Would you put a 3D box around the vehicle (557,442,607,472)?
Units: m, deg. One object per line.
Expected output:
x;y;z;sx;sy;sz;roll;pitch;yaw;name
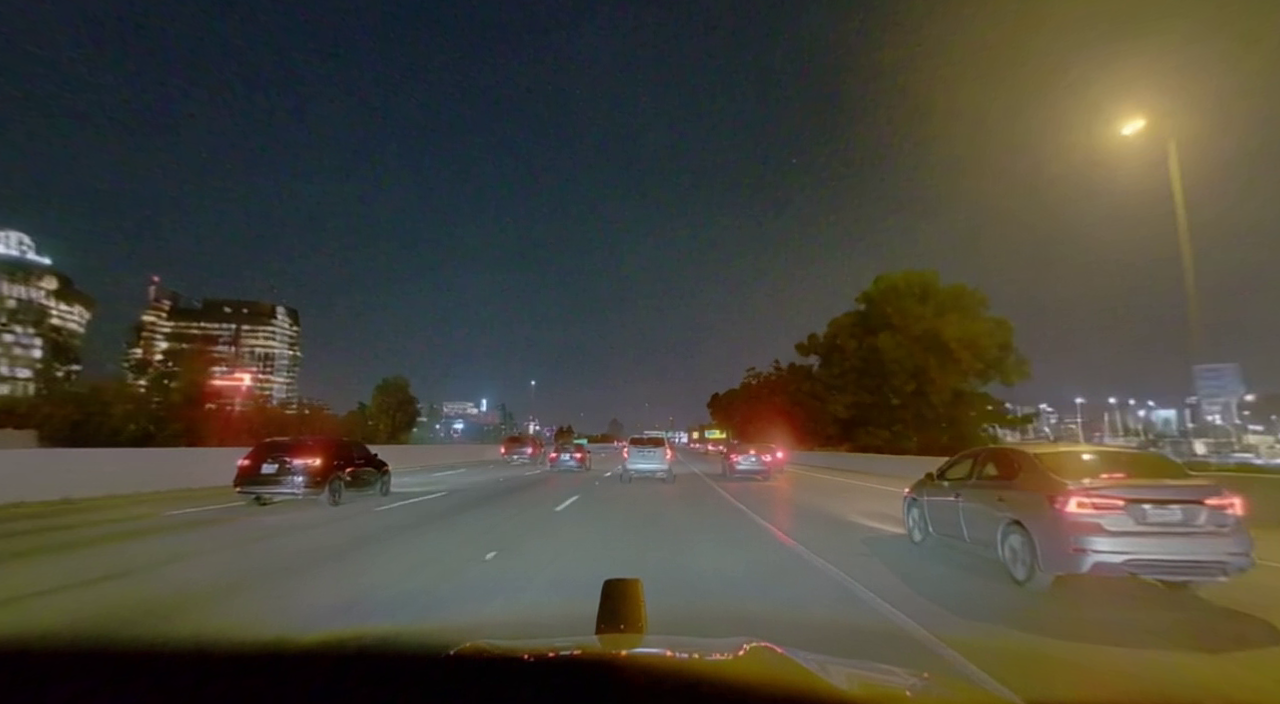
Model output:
-2.992;5.524;33.429;2.079;1.499;4.512;0;-8;2;vehicle

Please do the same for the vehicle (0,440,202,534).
-10.823;2.380;11.747;1.970;1.441;4.555;0;-8;1;vehicle

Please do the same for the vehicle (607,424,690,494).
0.260;3.188;19.128;2.209;1.863;4.626;0;-8;1;vehicle

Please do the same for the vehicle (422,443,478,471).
-10.725;5.946;35.842;1.923;1.480;3.905;0;-8;1;vehicle

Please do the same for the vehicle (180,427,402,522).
-6.956;2.466;13.295;2.021;1.632;4.417;0;-8;2;vehicle

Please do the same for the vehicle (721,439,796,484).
4.309;4.047;23.686;1.942;1.487;4.518;0;-8;0;vehicle

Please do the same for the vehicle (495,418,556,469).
-6.889;5.645;38.921;2.358;2.817;7.055;0;-8;0;vehicle

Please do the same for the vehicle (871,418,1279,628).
4.313;1.553;6.814;1.915;1.482;4.537;0;-8;0;vehicle
